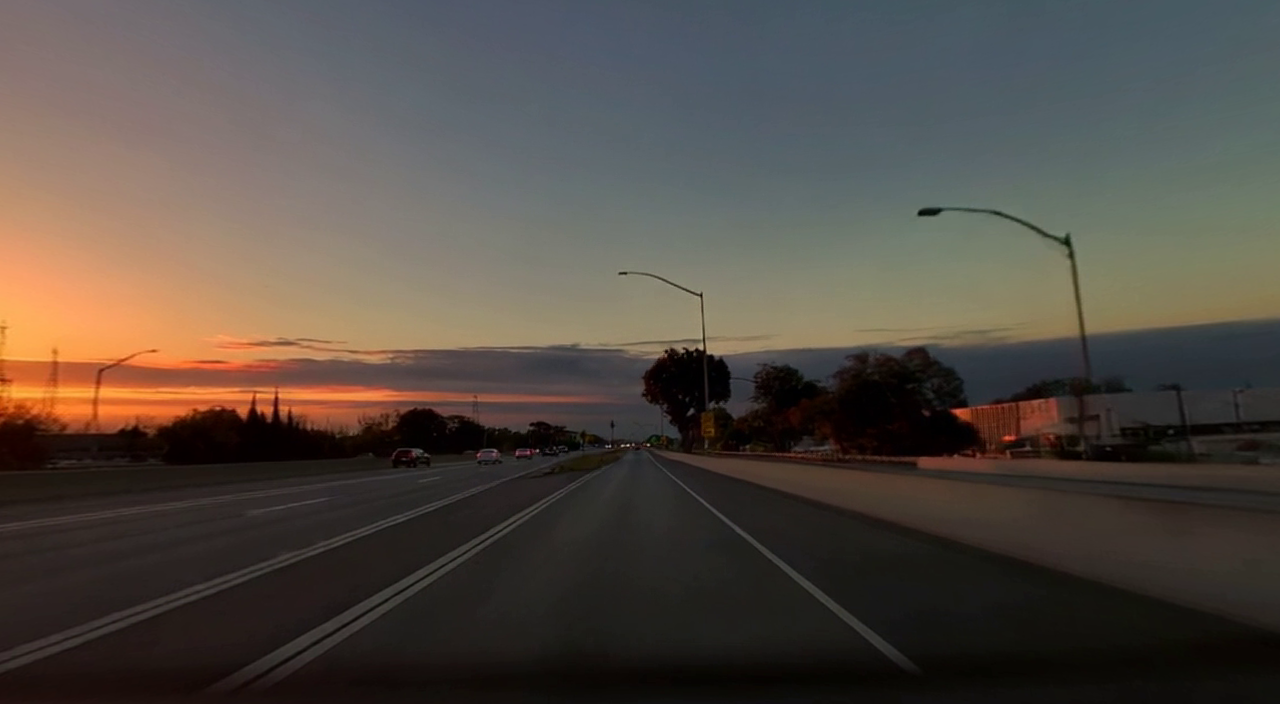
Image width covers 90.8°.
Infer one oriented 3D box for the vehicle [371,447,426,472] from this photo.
[{"bbox_3d":[-16.862,7.500,44.396,2.126,1.671,5.173,0,-9,-4],"label":"vehicle"}]
